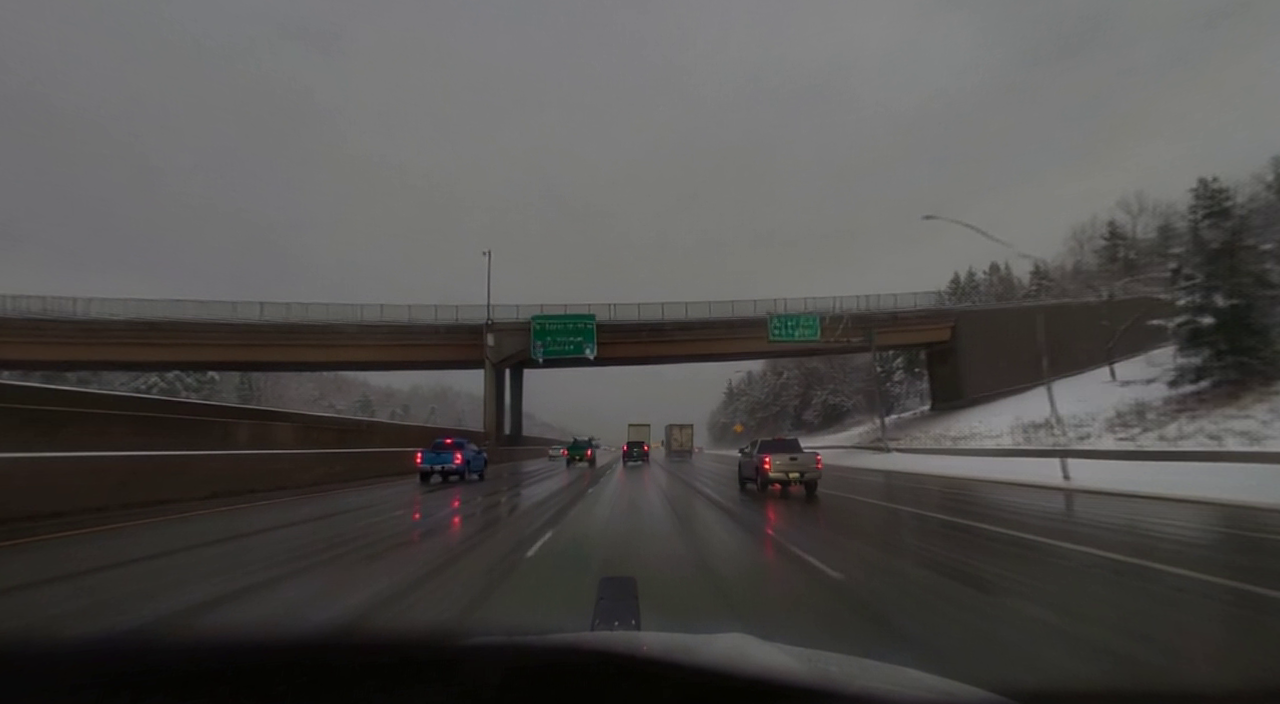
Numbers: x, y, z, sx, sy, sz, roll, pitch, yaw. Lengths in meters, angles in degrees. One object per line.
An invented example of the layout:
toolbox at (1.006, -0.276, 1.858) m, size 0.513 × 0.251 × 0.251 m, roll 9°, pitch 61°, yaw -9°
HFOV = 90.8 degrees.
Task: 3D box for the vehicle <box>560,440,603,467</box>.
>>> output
vehicle at (-3.955, 7.006, 43.636) m, size 2.535 × 1.715 × 5.030 m, roll 0°, pitch -9°, yaw 0°

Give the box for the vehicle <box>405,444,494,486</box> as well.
vehicle at (-7.192, 4.288, 24.369) m, size 1.947 × 1.444 × 4.595 m, roll 0°, pitch -9°, yaw 1°

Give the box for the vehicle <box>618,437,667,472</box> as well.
vehicle at (0.098, 5.858, 36.226) m, size 2.572 × 1.837 × 5.693 m, roll 0°, pitch -9°, yaw 0°

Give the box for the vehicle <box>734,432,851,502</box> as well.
vehicle at (3.993, 3.090, 17.344) m, size 2.119 × 1.653 × 4.000 m, roll 0°, pitch -9°, yaw -1°
